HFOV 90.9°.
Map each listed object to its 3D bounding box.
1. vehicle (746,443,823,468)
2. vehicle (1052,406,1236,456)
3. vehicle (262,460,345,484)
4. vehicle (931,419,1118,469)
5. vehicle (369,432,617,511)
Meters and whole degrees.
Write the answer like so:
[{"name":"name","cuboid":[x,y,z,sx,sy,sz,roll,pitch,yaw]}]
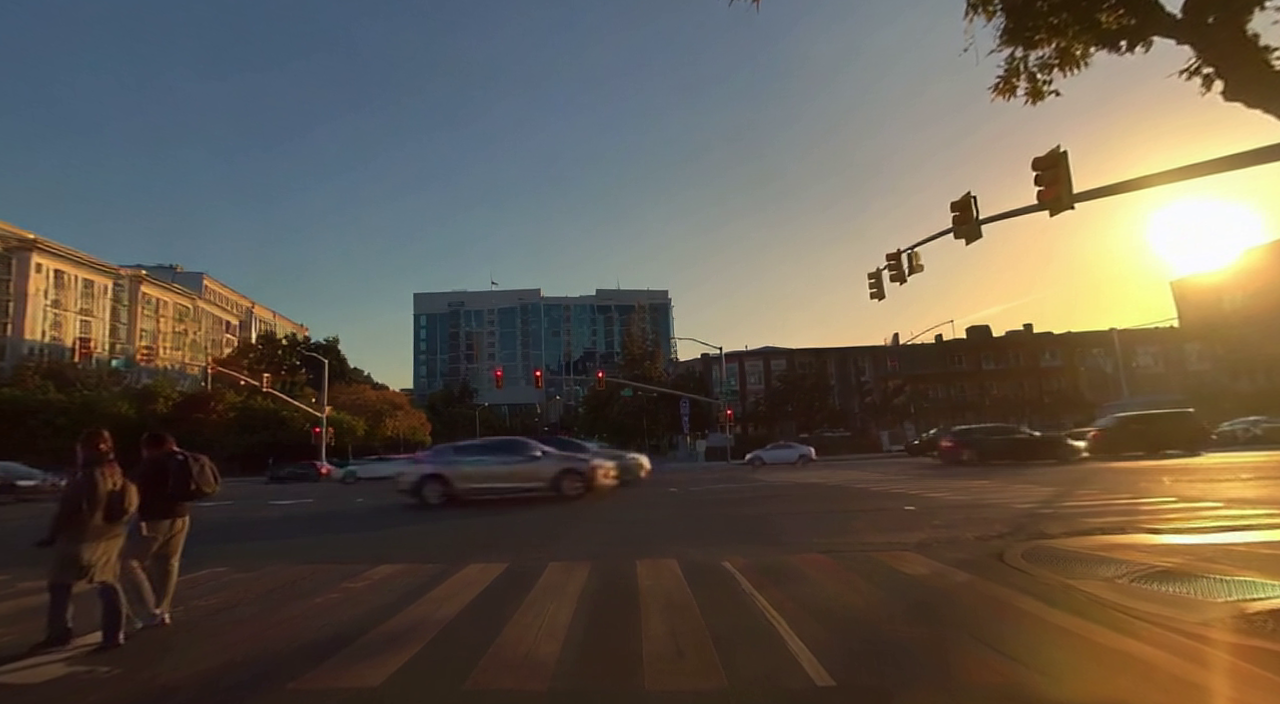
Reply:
[{"name":"vehicle","cuboid":[8.805,6.372,38.801,4.377,1.491,1.734,-1,-9,6]},{"name":"vehicle","cuboid":[18.868,3.025,23.829,4.987,1.780,1.996,-1,-9,6]},{"name":"vehicle","cuboid":[-22.520,8.009,42.264,4.608,1.481,1.815,-2,-9,5]},{"name":"vehicle","cuboid":[11.949,2.922,19.886,4.606,1.479,1.821,-1,-9,6]},{"name":"vehicle","cuboid":[-2.993,2.519,13.479,4.808,1.517,1.806,-1,-9,6]}]
